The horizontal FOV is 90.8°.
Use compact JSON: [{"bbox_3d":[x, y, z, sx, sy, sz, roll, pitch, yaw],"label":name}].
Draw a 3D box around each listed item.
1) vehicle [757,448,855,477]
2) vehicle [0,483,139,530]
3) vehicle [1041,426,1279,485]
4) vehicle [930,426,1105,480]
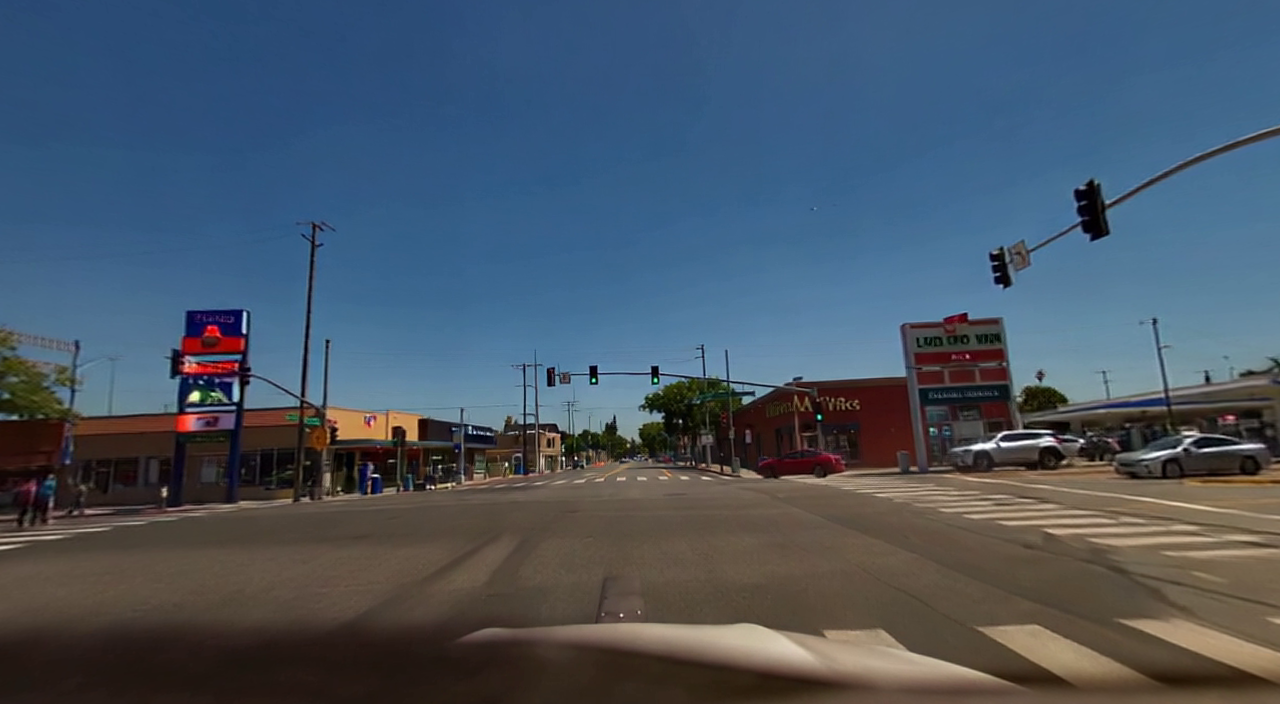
[{"bbox_3d":[8.961,5.955,34.223,4.728,1.468,2.083,-5,-10,31],"label":"vehicle"},{"bbox_3d":[-21.167,5.526,22.799,4.676,1.463,1.909,-1,-8,6],"label":"vehicle"},{"bbox_3d":[14.416,2.916,17.821,4.835,1.487,1.913,-3,-9,20],"label":"vehicle"},{"bbox_3d":[12.962,3.518,22.137,4.916,1.730,1.986,-4,-9,22],"label":"vehicle"}]
